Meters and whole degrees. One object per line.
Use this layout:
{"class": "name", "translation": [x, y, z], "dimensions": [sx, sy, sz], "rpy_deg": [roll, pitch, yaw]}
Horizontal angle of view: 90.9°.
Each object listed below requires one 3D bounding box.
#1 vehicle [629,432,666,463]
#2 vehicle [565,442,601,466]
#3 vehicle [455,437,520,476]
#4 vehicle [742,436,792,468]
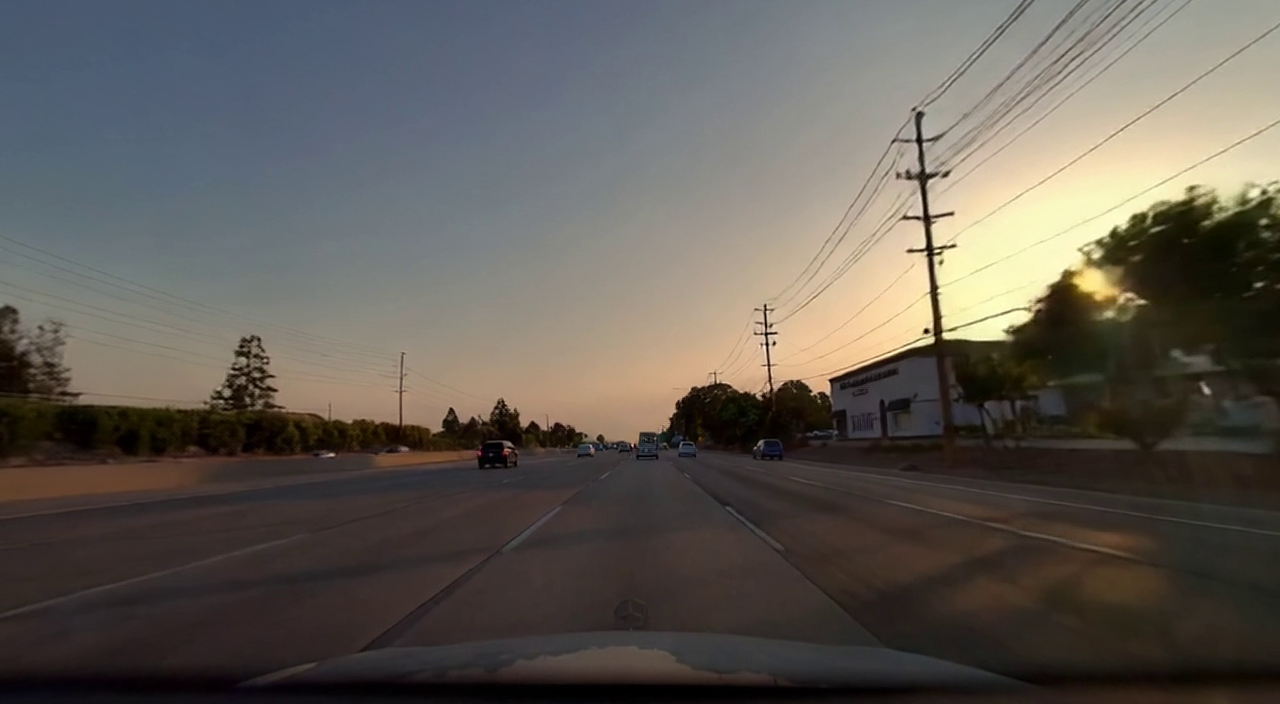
{"class": "vehicle", "translation": [0.520, 7.227, 47.786], "dimensions": [2.622, 2.208, 5.320], "rpy_deg": [0, -8, -1]}
{"class": "vehicle", "translation": [-3.756, 6.831, 42.317], "dimensions": [1.979, 1.469, 4.378], "rpy_deg": [0, -8, 0]}
{"class": "vehicle", "translation": [-7.297, 5.032, 30.670], "dimensions": [2.007, 1.732, 4.395], "rpy_deg": [0, -8, 1]}
{"class": "vehicle", "translation": [7.389, 5.849, 37.002], "dimensions": [1.937, 1.698, 4.322], "rpy_deg": [0, -8, -1]}
